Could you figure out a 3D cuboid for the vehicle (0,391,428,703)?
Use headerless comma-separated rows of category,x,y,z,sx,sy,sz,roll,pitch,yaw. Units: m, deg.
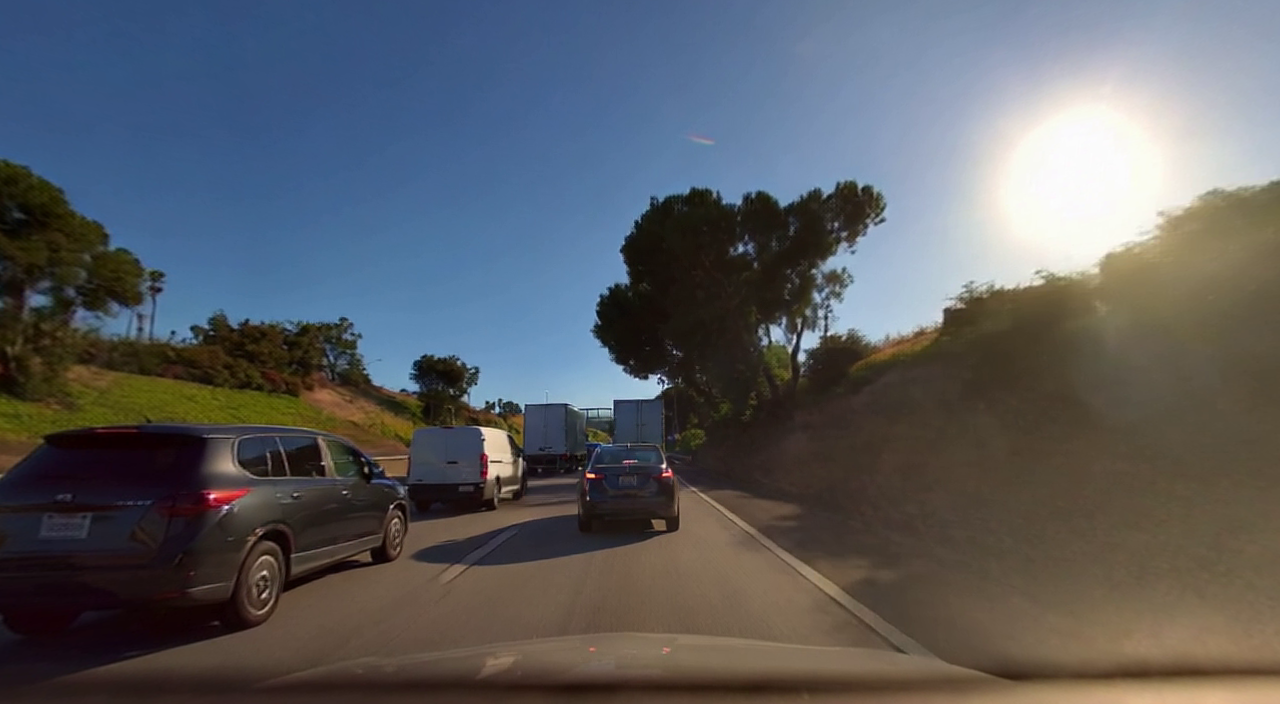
vehicle,-3.669,1.384,5.573,2.029,1.656,4.437,0,-9,0

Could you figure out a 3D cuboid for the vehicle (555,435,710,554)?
vehicle,-0.095,2.106,9.894,1.995,1.495,3.380,0,-9,0

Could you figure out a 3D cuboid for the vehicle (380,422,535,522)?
vehicle,-3.920,2.689,14.574,2.055,1.913,4.584,-1,-9,2
